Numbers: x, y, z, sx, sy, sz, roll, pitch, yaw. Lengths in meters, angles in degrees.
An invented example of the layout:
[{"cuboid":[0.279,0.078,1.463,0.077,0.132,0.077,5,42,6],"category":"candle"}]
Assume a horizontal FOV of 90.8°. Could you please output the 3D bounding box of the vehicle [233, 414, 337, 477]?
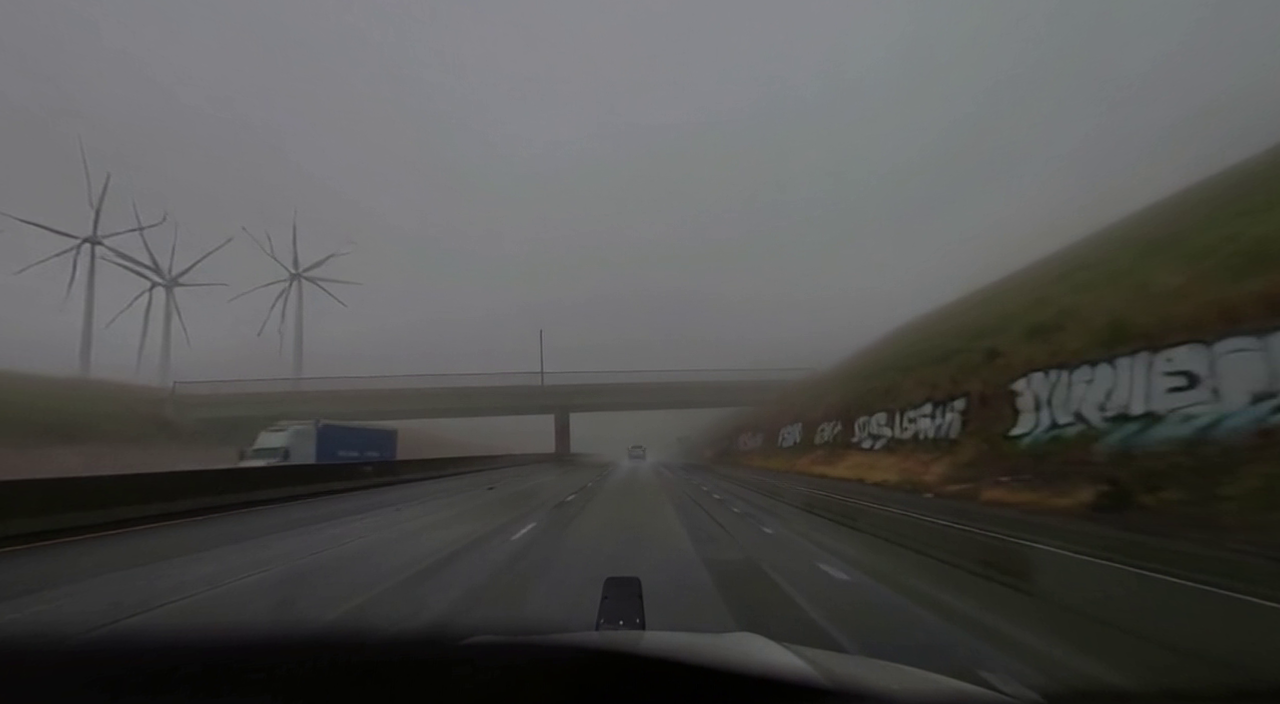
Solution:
[{"cuboid":[-23.007,6.175,41.372,3.227,3.793,6.009,0,-9,-1],"category":"vehicle"}]
